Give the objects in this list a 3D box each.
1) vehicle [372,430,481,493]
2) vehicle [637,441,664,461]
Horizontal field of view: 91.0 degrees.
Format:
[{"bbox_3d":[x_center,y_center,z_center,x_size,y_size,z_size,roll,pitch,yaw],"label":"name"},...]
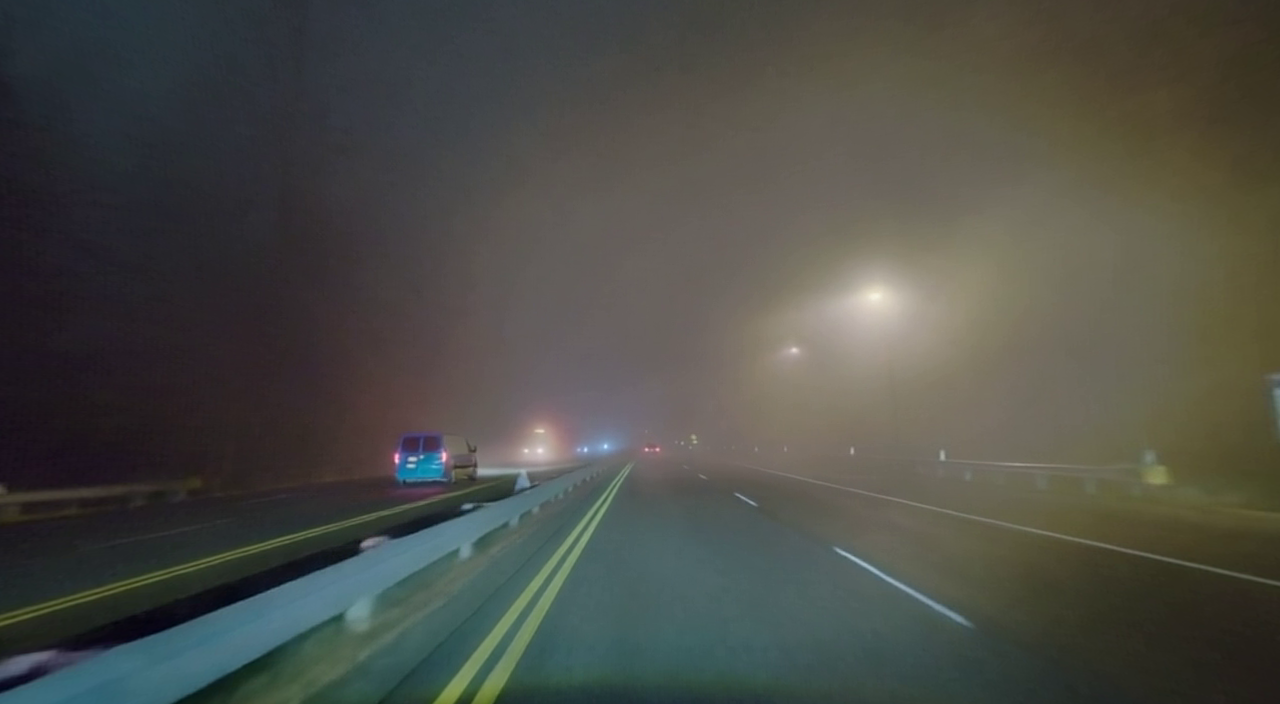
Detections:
[{"bbox_3d":[-7.059,3.663,21.399,2.068,1.897,4.372,0,-8,1],"label":"vehicle"},{"bbox_3d":[0.855,7.798,49.658,2.061,1.469,3.782,0,-8,1],"label":"vehicle"}]
